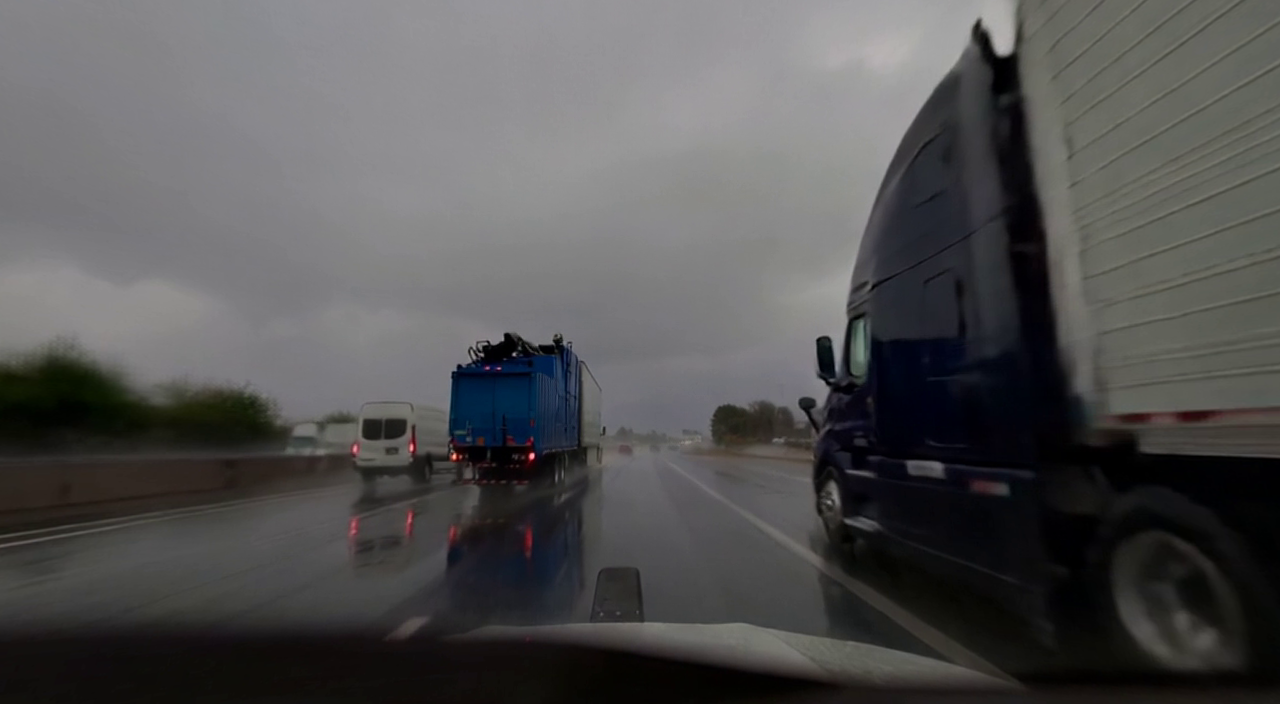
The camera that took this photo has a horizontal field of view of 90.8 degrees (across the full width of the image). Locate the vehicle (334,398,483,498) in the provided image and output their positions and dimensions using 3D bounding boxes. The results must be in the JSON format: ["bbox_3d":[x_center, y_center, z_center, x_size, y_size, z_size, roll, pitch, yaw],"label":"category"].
[{"bbox_3d":[-6.965,3.014,20.025,2.385,2.672,6.049,0,-8,0],"label":"vehicle"}]

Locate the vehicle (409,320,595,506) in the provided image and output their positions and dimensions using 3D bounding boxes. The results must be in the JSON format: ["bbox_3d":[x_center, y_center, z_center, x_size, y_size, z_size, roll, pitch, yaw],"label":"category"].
[{"bbox_3d":[-3.636,2.593,22.235,2.939,4.132,16.303,-1,-9,0],"label":"vehicle"}]
